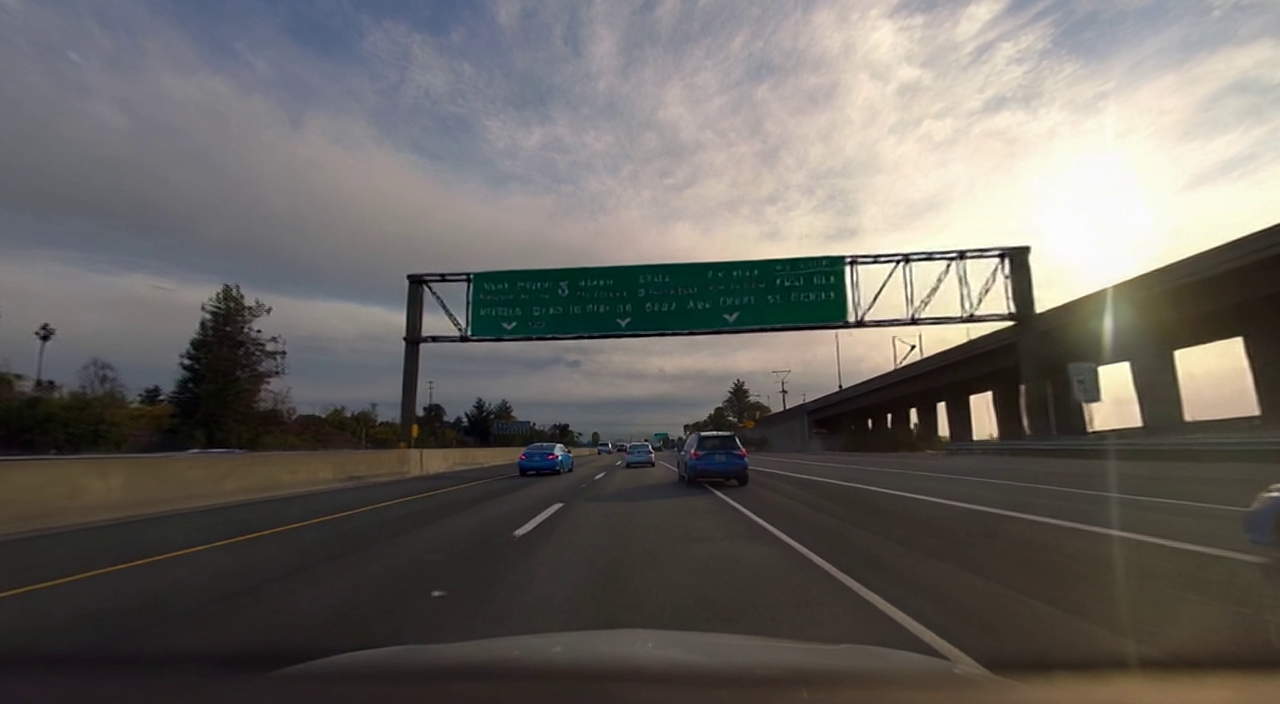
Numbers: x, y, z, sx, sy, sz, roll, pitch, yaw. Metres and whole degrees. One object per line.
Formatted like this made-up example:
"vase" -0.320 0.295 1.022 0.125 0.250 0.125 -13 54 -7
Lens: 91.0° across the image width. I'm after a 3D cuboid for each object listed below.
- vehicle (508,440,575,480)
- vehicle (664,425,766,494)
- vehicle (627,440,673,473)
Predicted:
"vehicle" -3.972 4.405 26.041 2.031 1.491 4.145 0 -8 1
"vehicle" 2.007 3.082 18.327 2.202 1.748 4.158 1 -8 -4
"vehicle" 0.461 5.051 30.618 2.089 1.493 3.964 0 -8 0
